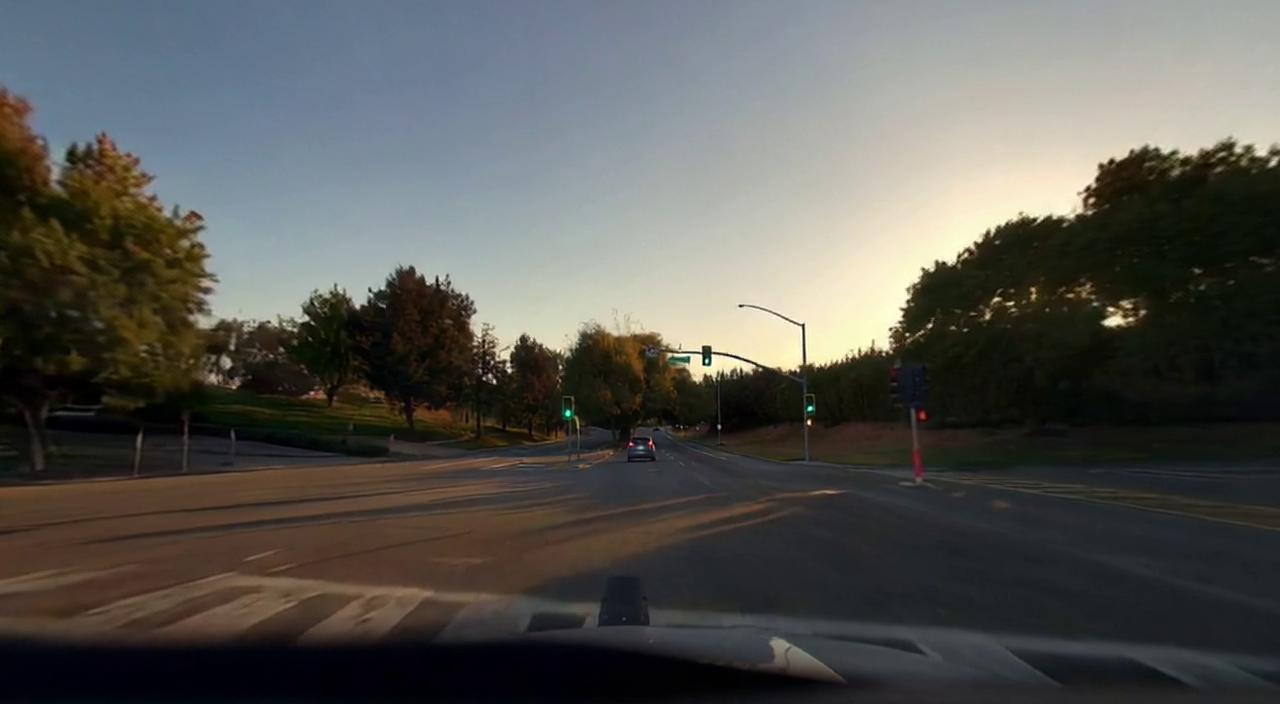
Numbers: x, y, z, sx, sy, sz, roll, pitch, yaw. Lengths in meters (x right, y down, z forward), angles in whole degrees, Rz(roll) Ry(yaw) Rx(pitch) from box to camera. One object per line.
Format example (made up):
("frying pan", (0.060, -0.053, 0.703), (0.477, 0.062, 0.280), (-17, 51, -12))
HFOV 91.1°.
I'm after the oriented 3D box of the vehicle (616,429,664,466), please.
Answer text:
("vehicle", (0.034, 4.805, 31.828), (2.256, 1.734, 4.176), (0, -8, 0))
